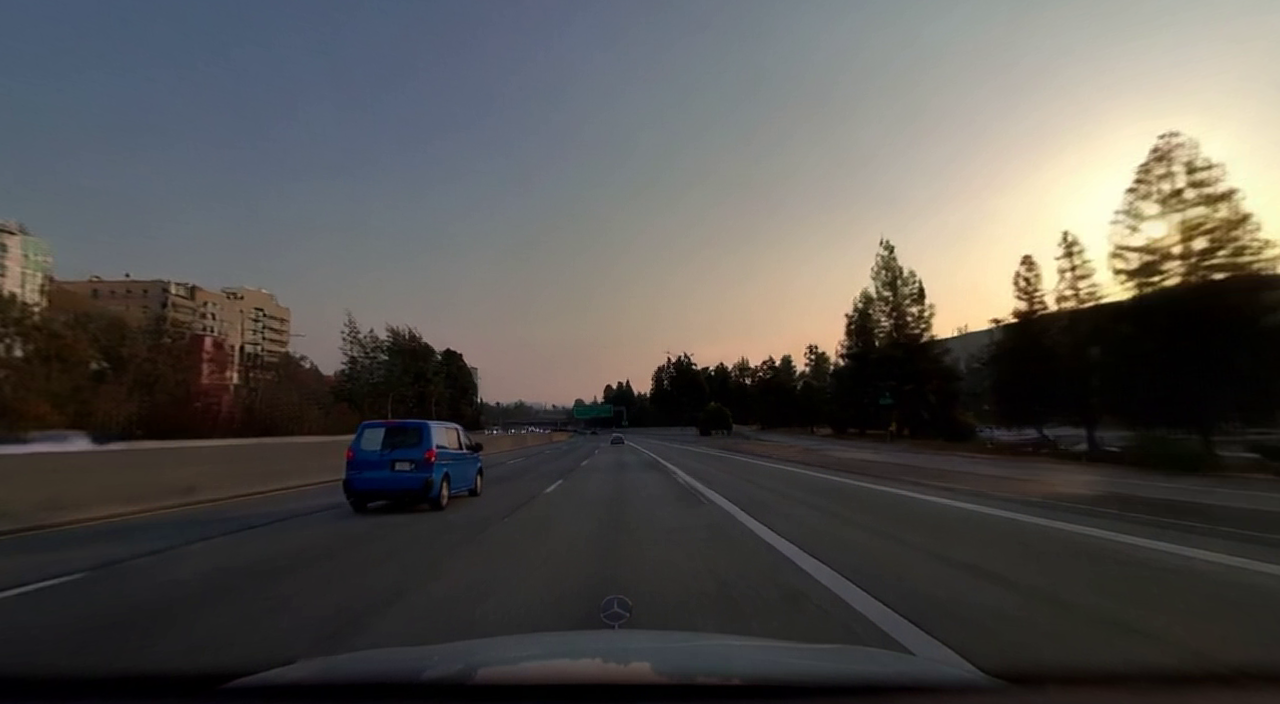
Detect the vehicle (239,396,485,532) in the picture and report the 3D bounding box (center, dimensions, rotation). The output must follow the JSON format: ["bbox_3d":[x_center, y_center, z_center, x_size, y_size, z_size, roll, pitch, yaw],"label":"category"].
[{"bbox_3d":[-4.358,1.833,10.991,2.219,1.827,4.738,0,-7,-2],"label":"vehicle"}]
